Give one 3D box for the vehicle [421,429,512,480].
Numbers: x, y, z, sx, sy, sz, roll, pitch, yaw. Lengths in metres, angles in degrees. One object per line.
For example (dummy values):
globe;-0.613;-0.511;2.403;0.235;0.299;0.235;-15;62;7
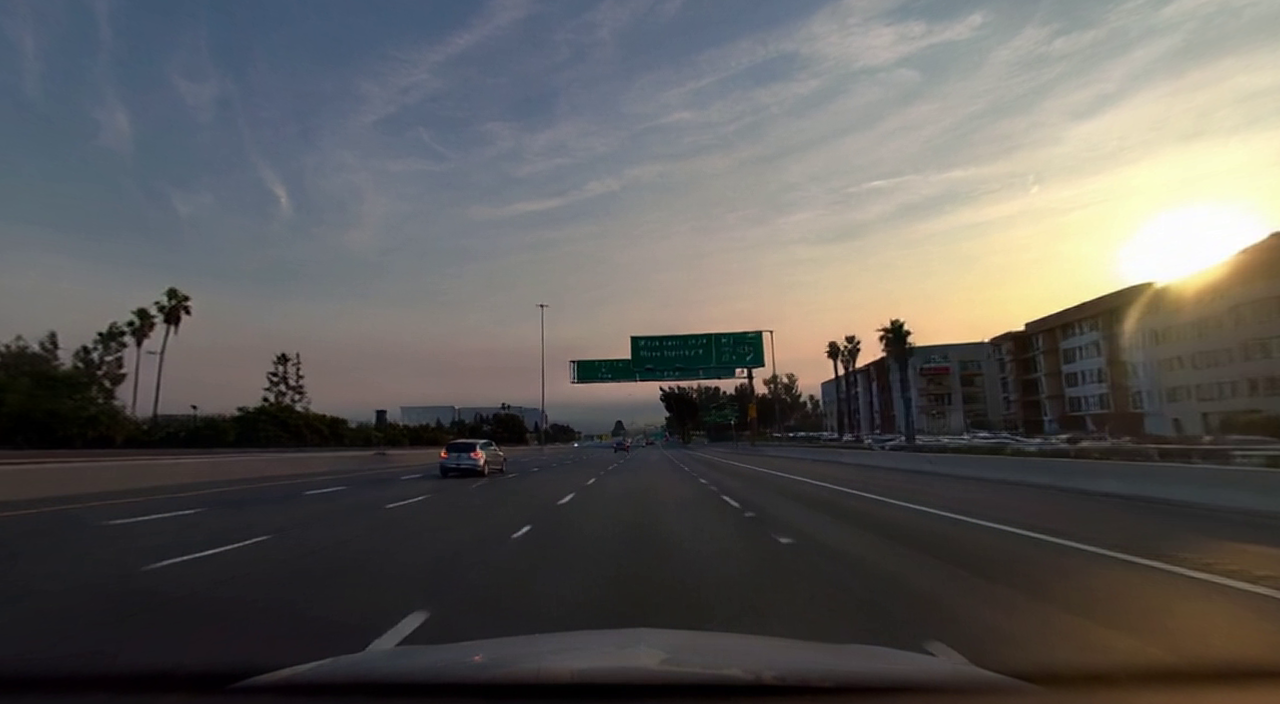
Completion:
vehicle;-6.707;4.027;25.021;2.145;1.793;4.762;0;-8;1
